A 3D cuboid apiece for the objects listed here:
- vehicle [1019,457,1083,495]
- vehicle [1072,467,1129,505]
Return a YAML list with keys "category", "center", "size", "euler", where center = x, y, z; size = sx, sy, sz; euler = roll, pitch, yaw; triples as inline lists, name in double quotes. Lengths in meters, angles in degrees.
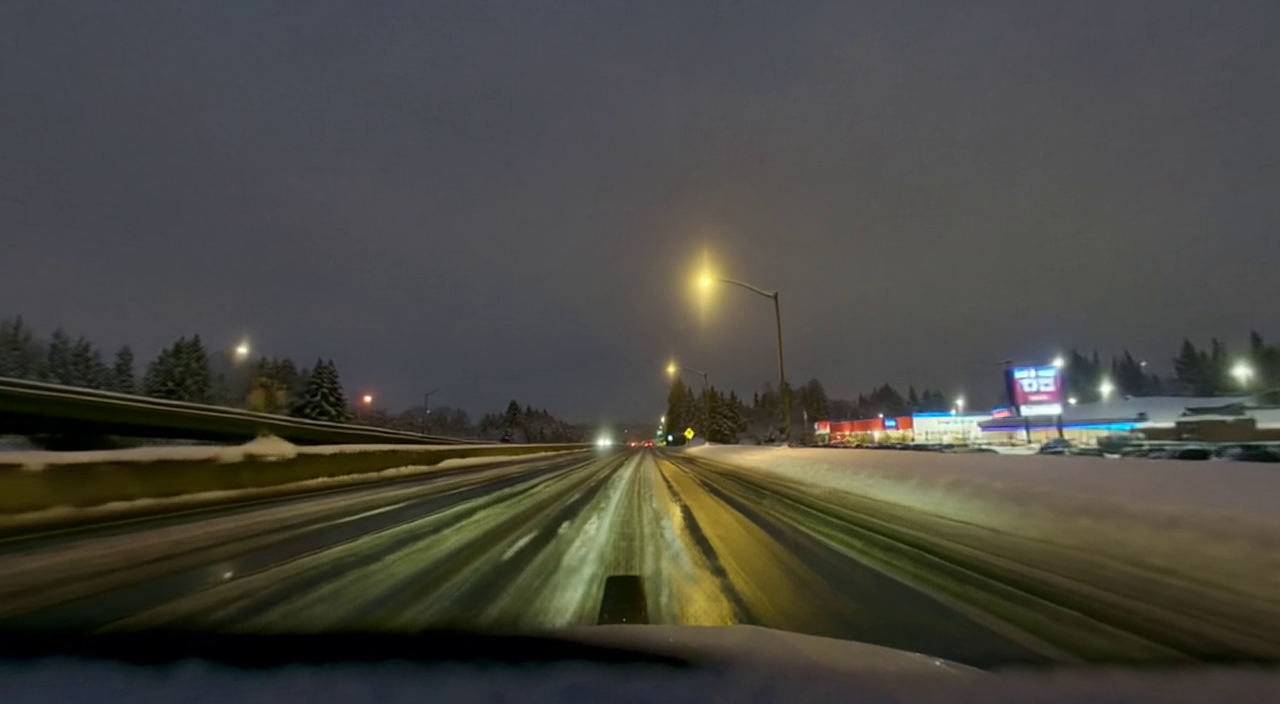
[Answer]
- category: "vehicle"
  center: [21.107, 6.283, 32.316]
  size: [1.846, 1.635, 4.513]
  euler: [-7, -11, 43]
- category: "vehicle"
  center: [19.819, 5.705, 27.118]
  size: [1.677, 1.342, 3.266]
  euler: [-7, -10, 39]
